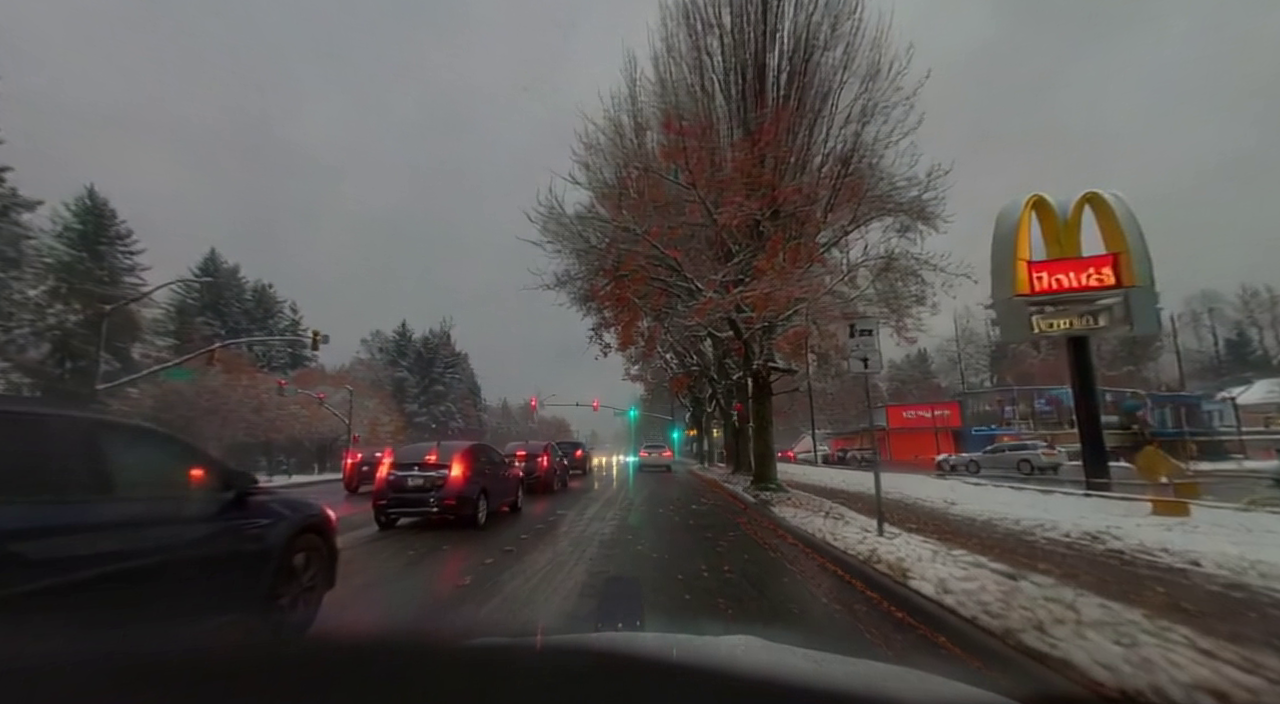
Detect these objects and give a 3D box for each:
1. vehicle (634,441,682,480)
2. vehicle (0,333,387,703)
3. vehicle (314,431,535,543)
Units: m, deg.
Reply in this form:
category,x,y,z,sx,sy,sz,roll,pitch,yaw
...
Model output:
category,x,y,z,sx,sy,sz,roll,pitch,yaw
vehicle,0.793,5.167,30.178,2.144,1.704,4.028,0,-9,0
vehicle,-3.119,0.865,2.613,2.165,1.663,4.513,0,-9,1
vehicle,-3.390,2.232,11.160,2.090,1.506,4.823,0,-9,1
